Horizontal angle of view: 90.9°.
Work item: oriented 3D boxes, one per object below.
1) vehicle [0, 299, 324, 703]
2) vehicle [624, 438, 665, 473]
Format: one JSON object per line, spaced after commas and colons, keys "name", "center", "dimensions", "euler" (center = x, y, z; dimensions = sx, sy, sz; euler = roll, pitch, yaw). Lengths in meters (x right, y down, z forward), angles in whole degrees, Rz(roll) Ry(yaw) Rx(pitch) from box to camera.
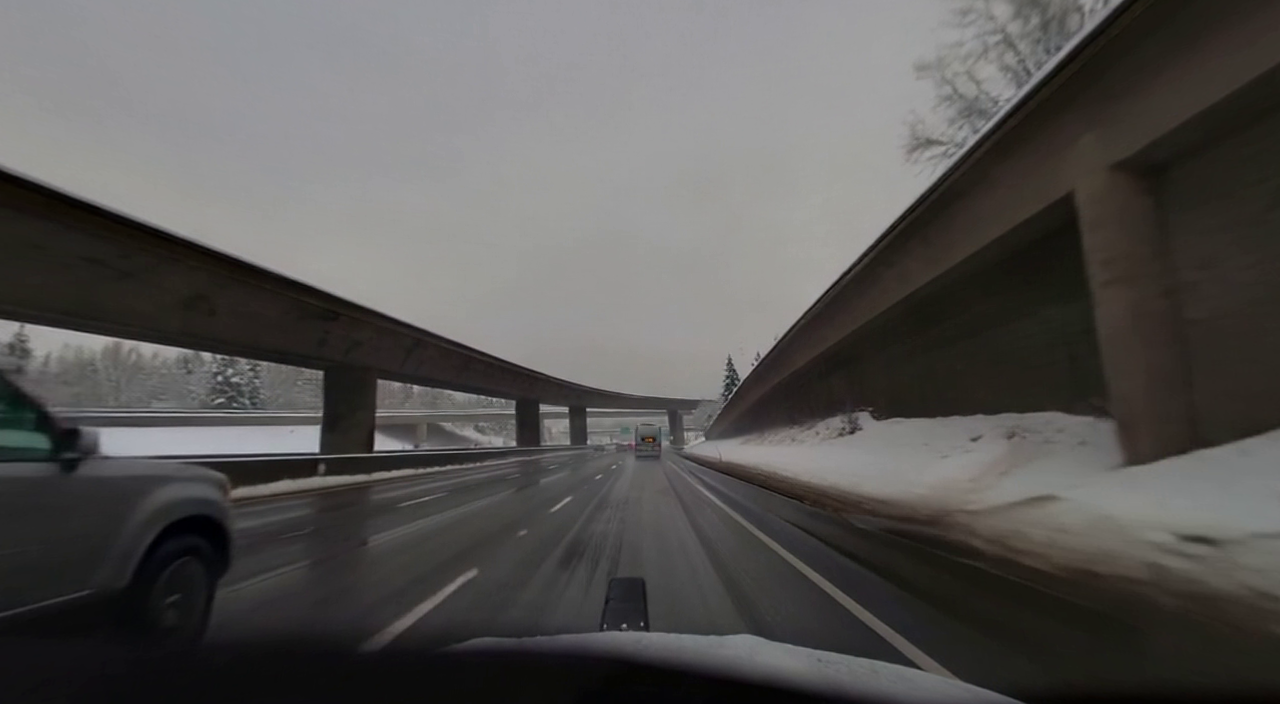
{"name": "vehicle", "center": [-3.885, 0.780, 3.044], "dimensions": [2.147, 1.918, 4.834], "euler": [0, -8, 0]}
{"name": "vehicle", "center": [0.236, 5.550, 33.951], "dimensions": [2.052, 1.711, 4.223], "euler": [0, -9, 0]}
